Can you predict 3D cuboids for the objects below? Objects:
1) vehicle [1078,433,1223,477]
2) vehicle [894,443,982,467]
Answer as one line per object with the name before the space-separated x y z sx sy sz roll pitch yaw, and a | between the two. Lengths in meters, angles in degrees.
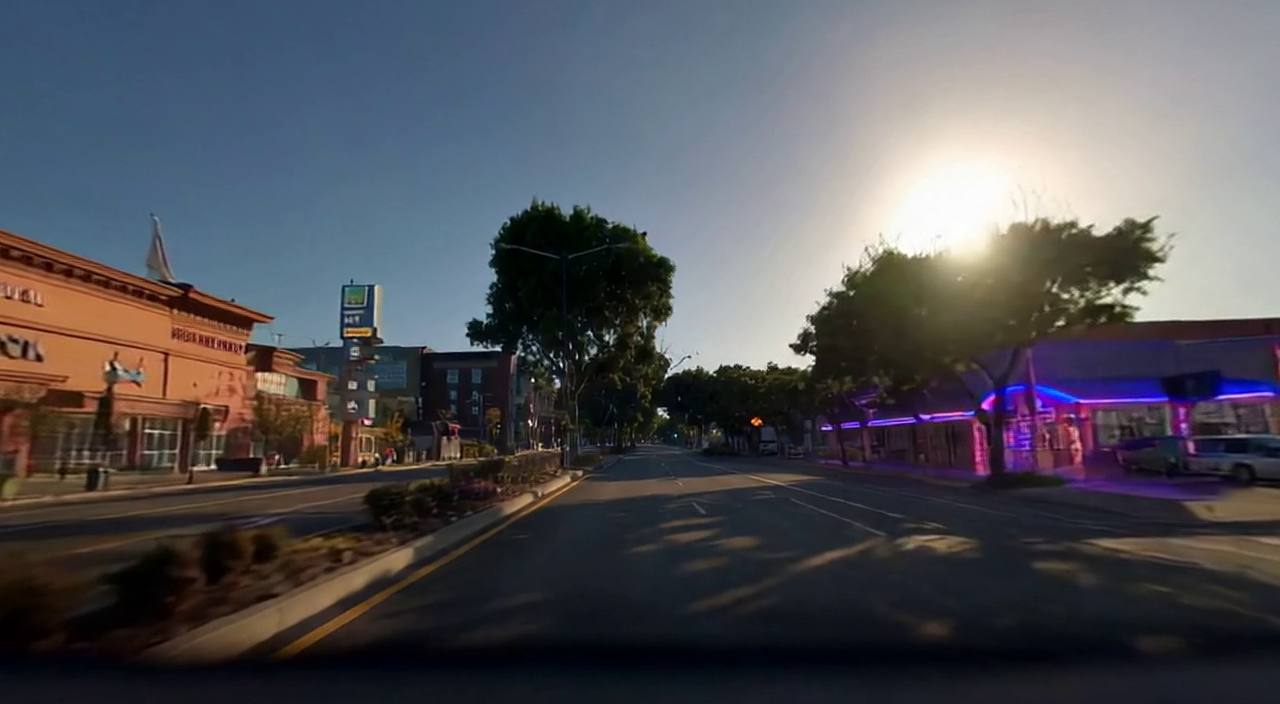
vehicle | 21.194 4.280 26.346 4.376 1.575 1.981 -1 -9 -5
vehicle | 20.404 7.068 43.412 4.937 1.573 2.068 0 -8 0
